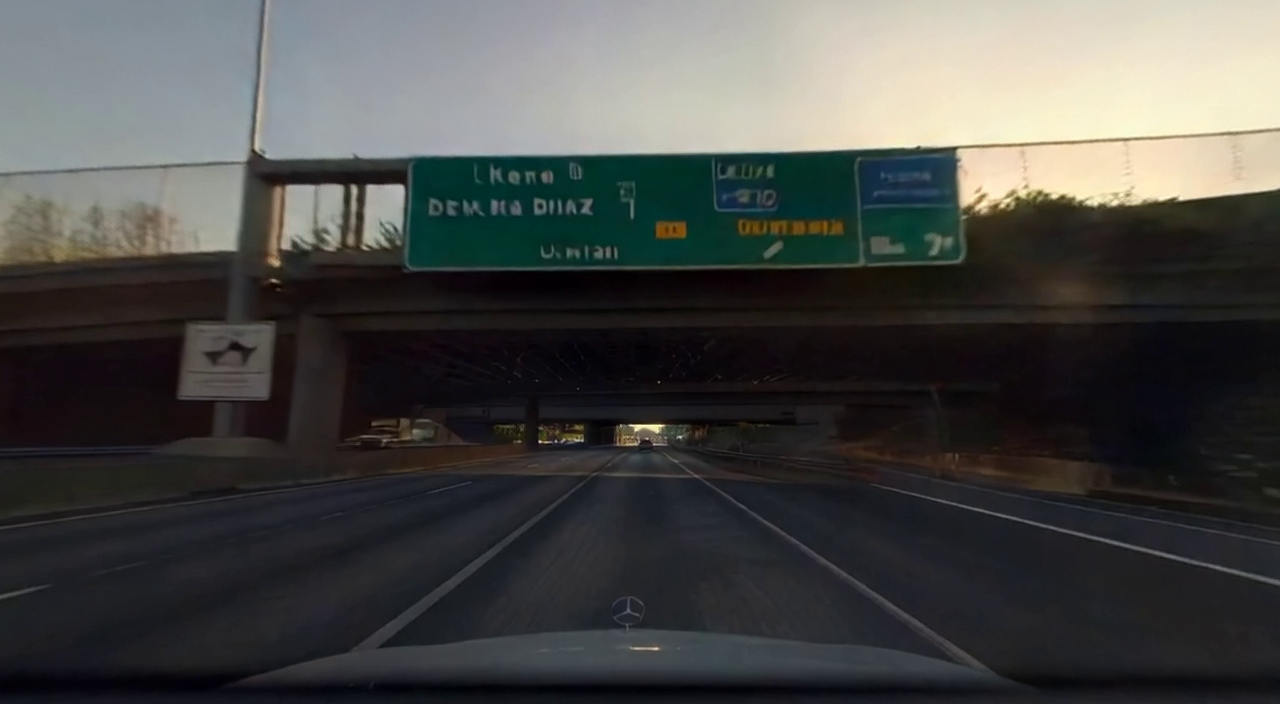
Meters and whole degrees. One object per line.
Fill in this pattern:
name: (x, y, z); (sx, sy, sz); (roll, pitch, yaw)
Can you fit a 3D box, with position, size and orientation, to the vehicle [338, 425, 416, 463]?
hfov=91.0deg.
vehicle: (-16.680, 5.871, 40.314); (2.329, 2.251, 5.801); (0, -8, 1)
